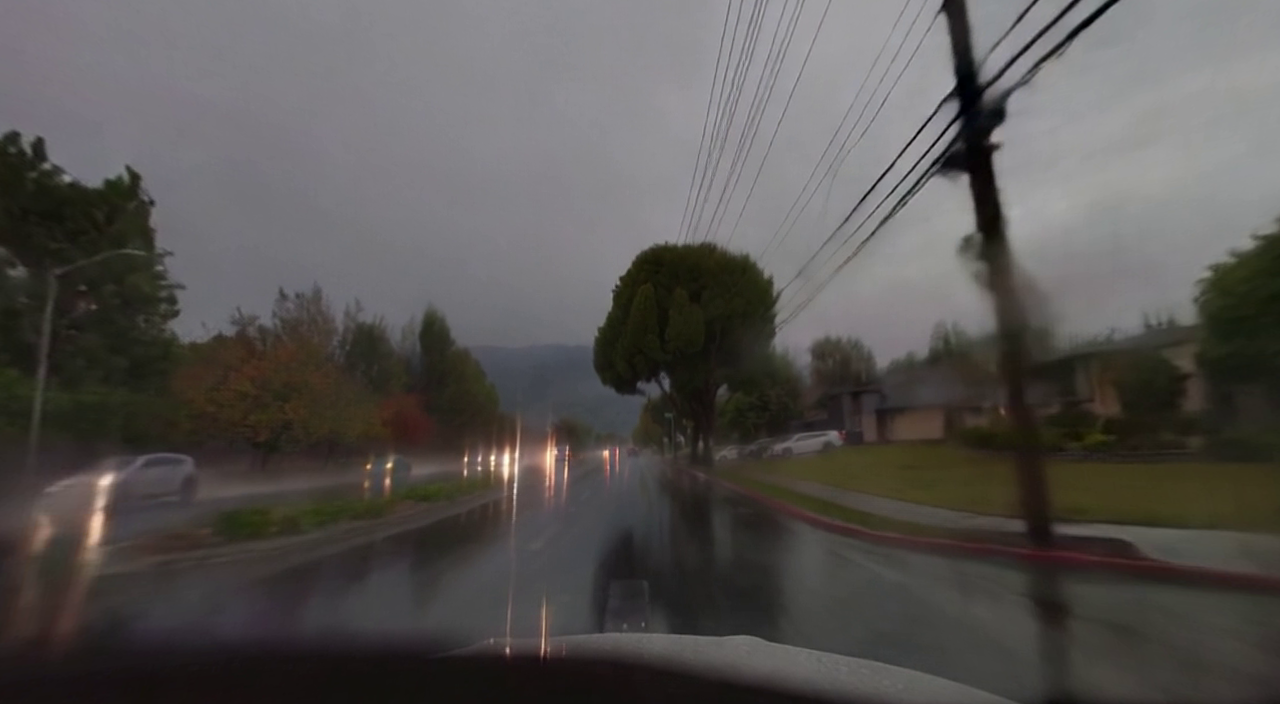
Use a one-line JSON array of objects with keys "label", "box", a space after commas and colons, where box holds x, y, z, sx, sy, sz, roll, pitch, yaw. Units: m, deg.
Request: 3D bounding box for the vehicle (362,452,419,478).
[{"label": "vehicle", "box": [-16.163, 7.310, 41.046, 1.890, 1.490, 4.494, 1, -9, 0]}]

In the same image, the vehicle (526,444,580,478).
[{"label": "vehicle", "box": [-4.112, 5.223, 30.559, 2.084, 1.466, 4.522, 1, -9, -2]}]

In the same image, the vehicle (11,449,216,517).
[{"label": "vehicle", "box": [-14.731, 3.639, 18.095, 1.948, 1.632, 4.579, 1, -9, -2]}]

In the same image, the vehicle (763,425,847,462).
[{"label": "vehicle", "box": [10.653, 5.972, 40.967, 4.610, 1.853, 2.265, -6, -9, -4]}]
